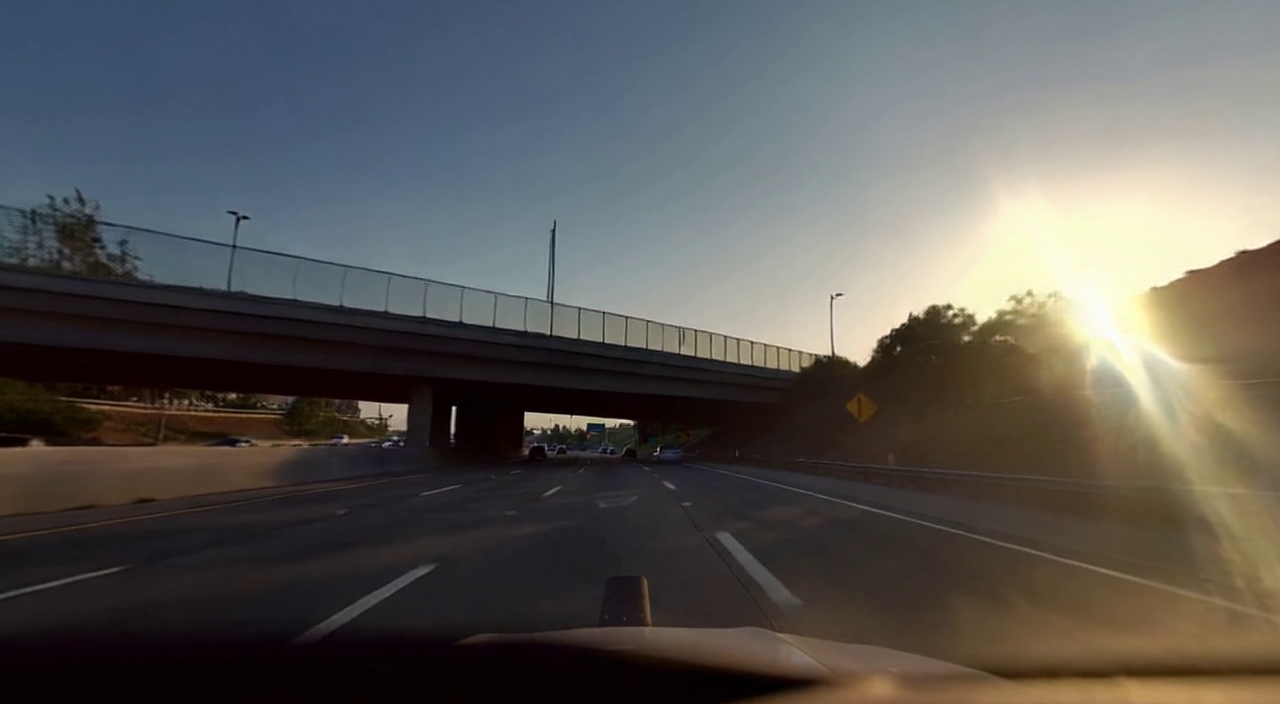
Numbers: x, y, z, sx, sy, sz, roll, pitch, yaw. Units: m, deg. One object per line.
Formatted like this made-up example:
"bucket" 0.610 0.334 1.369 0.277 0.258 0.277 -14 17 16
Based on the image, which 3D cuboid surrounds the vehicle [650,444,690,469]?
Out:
"vehicle" 1.851 6.689 40.586 2.059 1.509 4.670 0 -8 -4
